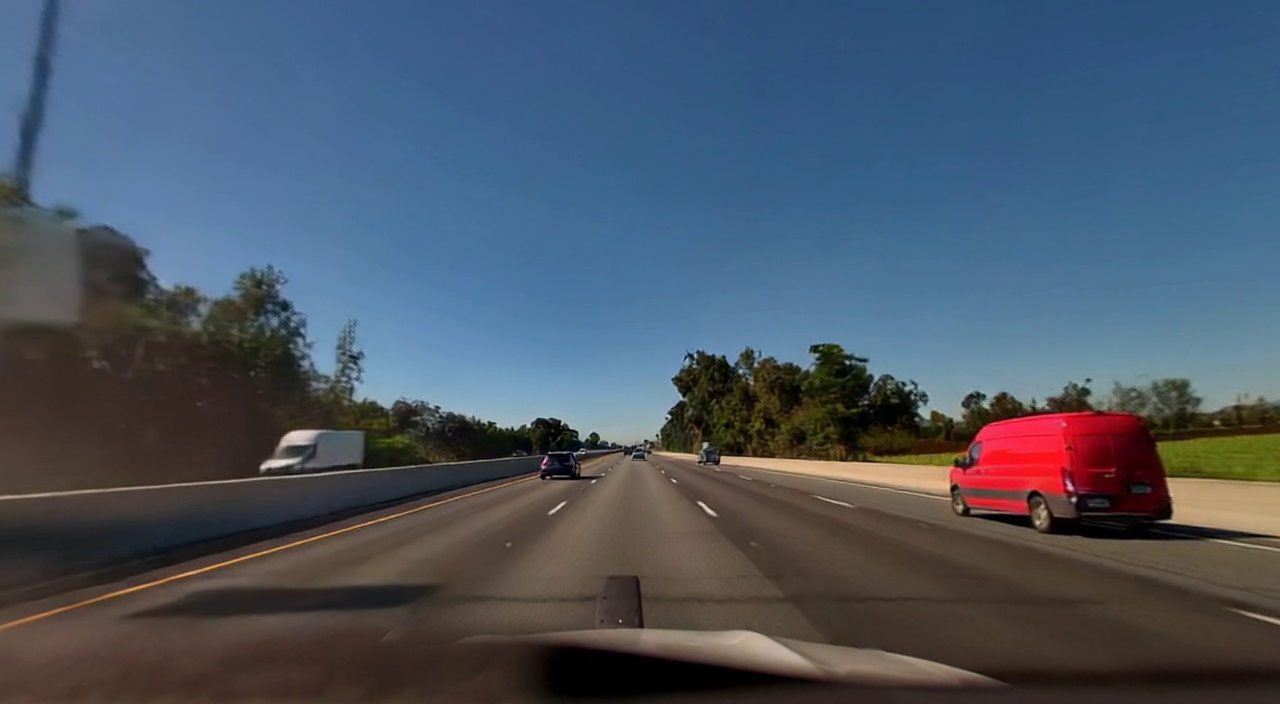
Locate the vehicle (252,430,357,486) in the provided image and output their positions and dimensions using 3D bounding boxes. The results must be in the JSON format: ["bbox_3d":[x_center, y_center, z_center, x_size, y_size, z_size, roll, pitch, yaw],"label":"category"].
[{"bbox_3d":[-18.753,5.958,35.668,2.222,2.806,6.915,0,-9,-1],"label":"vehicle"}]

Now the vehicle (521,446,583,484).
[{"bbox_3d":[-3.840,5.018,28.244,2.160,1.530,4.500,0,-9,0],"label":"vehicle"}]

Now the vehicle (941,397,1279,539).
[{"bbox_3d":[7.744,1.994,11.269,2.133,1.933,4.986,0,-9,-1],"label":"vehicle"}]

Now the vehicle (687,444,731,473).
[{"bbox_3d":[4.108,6.448,38.340,2.069,1.625,4.832,0,-9,-1],"label":"vehicle"}]
